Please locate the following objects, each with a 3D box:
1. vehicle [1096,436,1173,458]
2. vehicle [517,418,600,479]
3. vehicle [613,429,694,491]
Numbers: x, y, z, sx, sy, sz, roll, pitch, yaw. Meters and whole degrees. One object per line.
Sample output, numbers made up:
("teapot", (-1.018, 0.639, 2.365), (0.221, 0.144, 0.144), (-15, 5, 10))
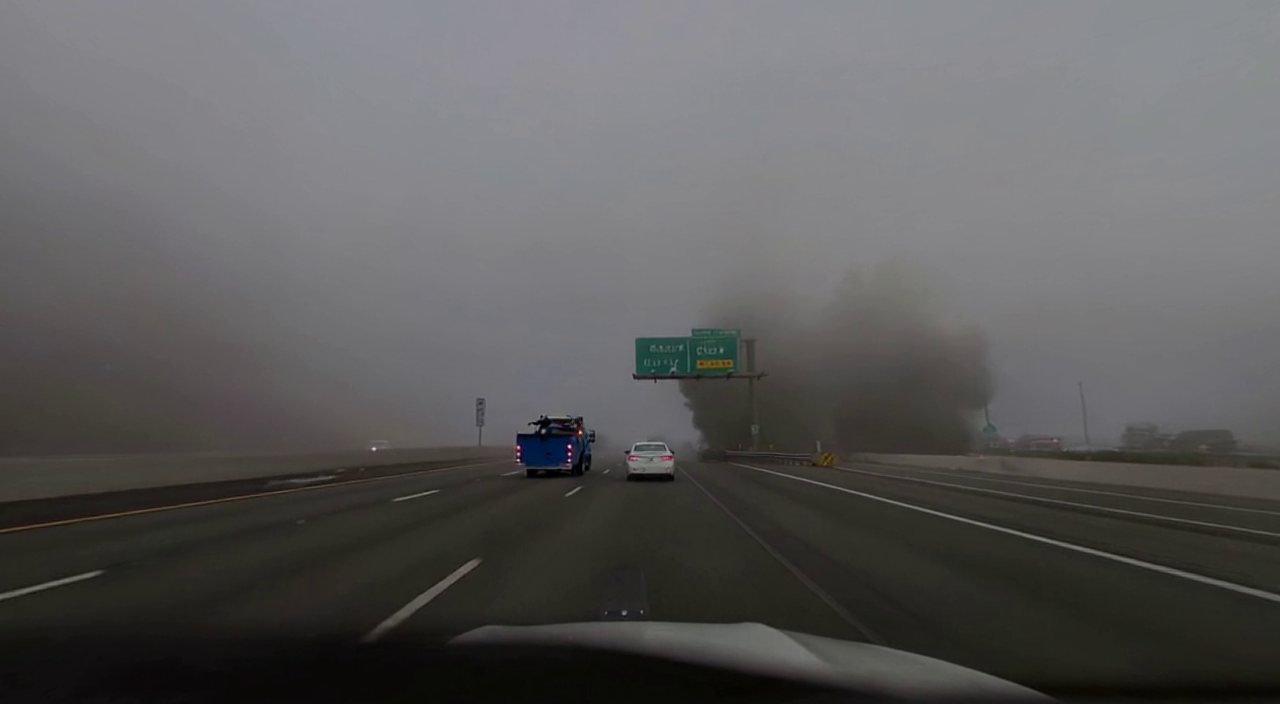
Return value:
("vehicle", (38.194, 7.335, 48.619), (1.919, 1.563, 4.399), (2, -8, -11))
("vehicle", (-3.094, 3.860, 25.268), (2.526, 2.146, 5.594), (0, -8, 0))
("vehicle", (0.381, 3.230, 19.186), (2.165, 1.653, 4.456), (0, -8, 0))
